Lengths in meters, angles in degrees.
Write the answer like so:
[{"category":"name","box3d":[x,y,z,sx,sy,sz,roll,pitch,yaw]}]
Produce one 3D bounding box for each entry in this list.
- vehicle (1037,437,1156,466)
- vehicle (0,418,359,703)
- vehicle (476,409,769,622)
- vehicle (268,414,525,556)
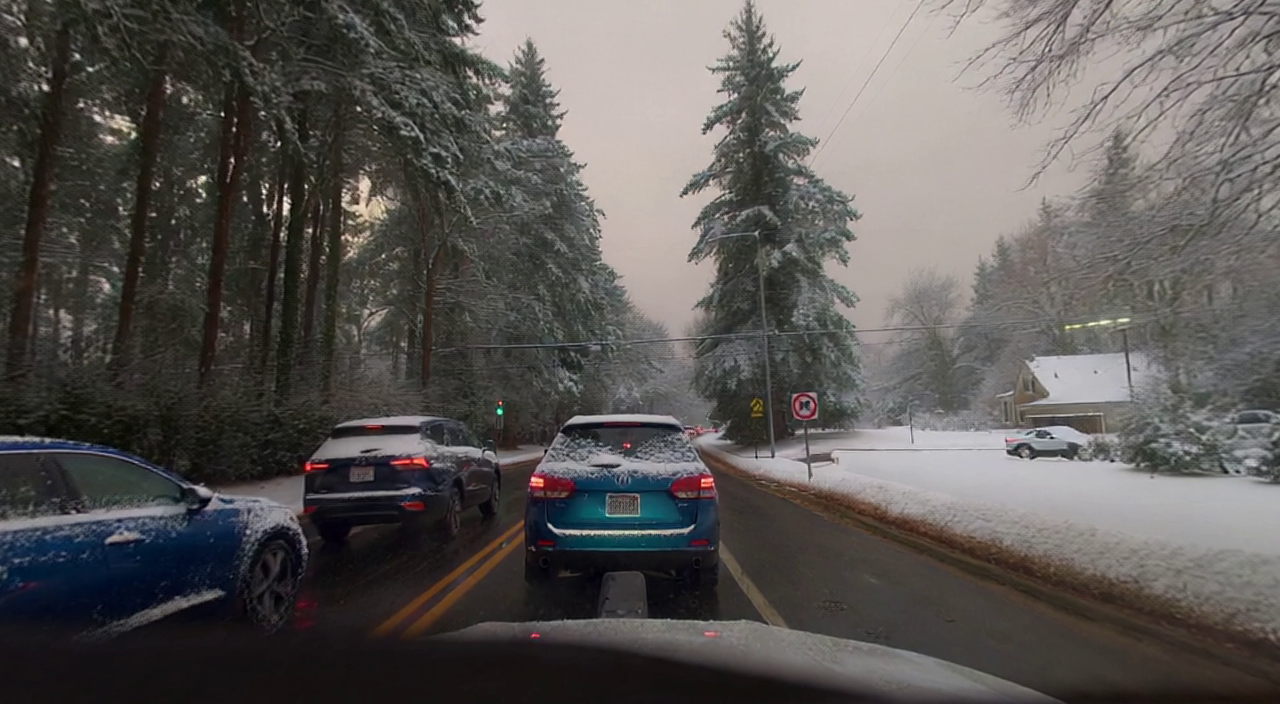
[{"category":"vehicle","box3d":[28.483,6.204,39.489,5.955,1.702,2.166,1,-8,-6]},{"category":"vehicle","box3d":[-3.653,1.161,3.624,1.922,1.464,4.424,0,-8,2]},{"category":"vehicle","box3d":[-0.035,1.525,6.832,2.229,1.591,3.897,-1,-8,3]},{"category":"vehicle","box3d":[-3.470,2.001,10.256,2.188,1.745,4.618,0,-8,2]}]
